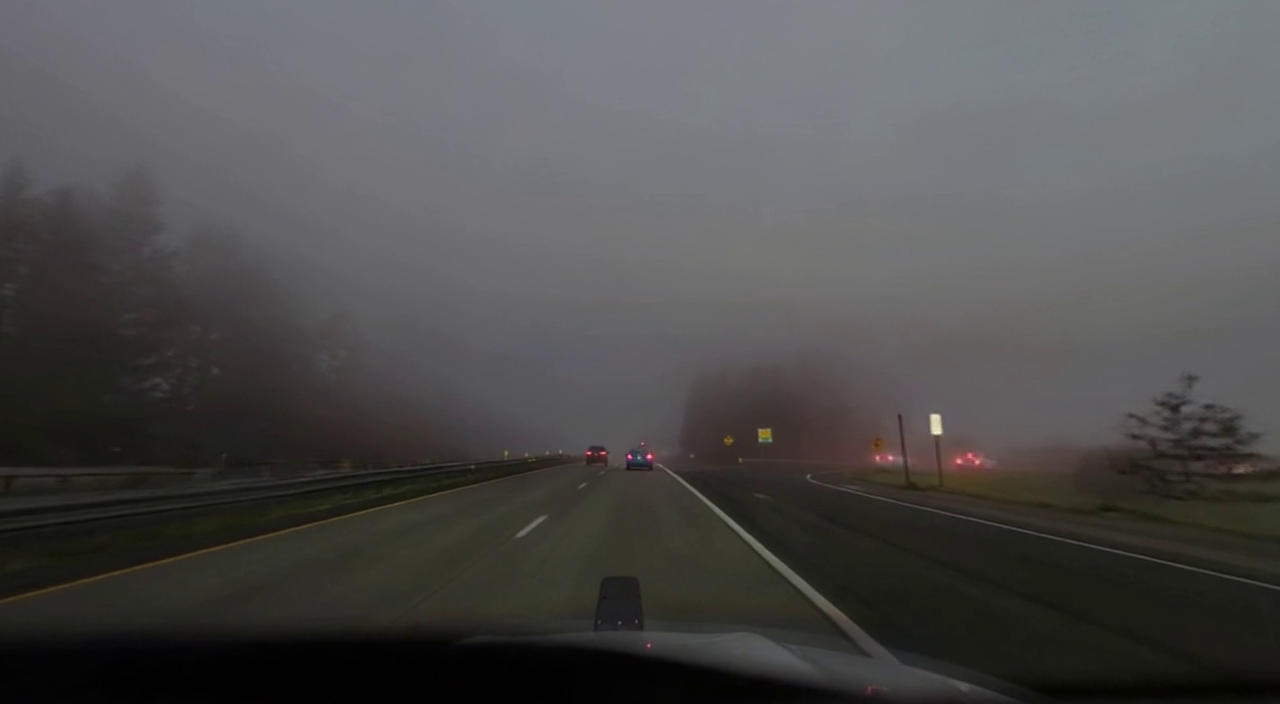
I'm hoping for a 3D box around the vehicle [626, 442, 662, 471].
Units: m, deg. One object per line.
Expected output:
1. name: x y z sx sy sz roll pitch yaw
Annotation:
1. vehicle: 0.218 6.341 38.440 2.130 1.684 3.826 0 -8 0
